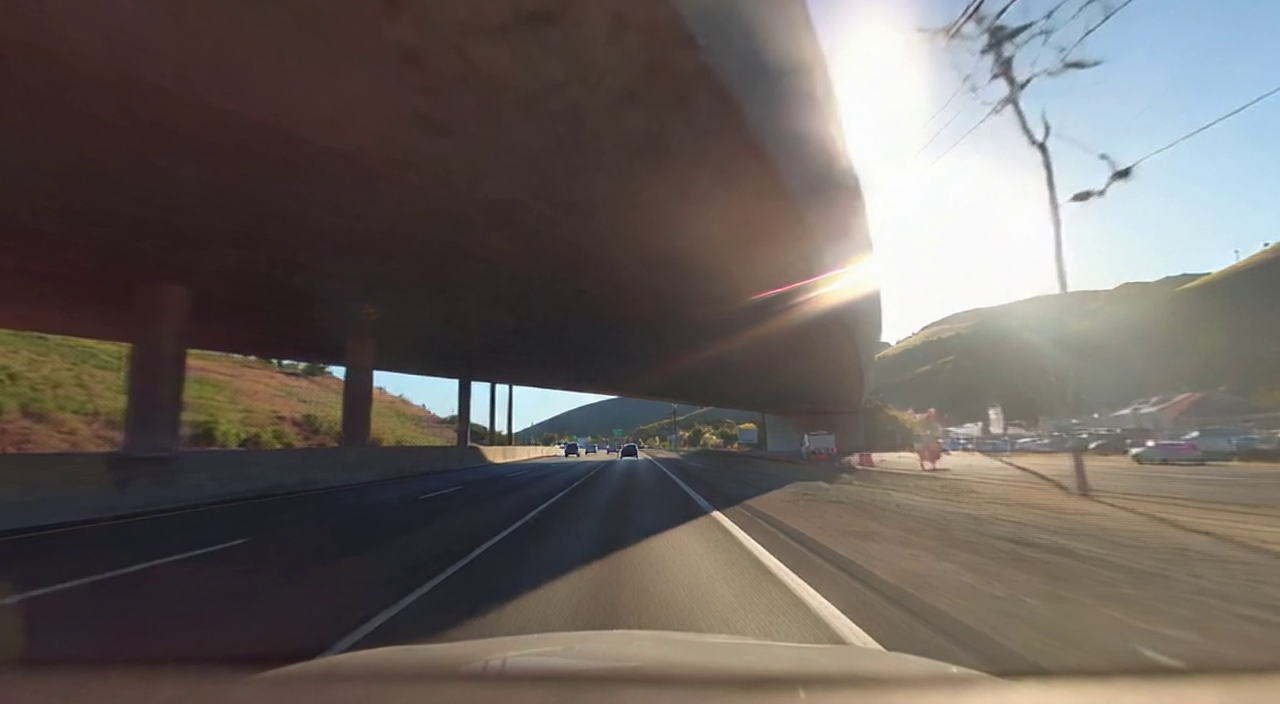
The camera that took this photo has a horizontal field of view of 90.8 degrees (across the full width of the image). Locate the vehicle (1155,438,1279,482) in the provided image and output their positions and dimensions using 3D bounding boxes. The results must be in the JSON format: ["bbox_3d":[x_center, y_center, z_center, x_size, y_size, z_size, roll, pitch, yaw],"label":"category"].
[{"bbox_3d":[27.134,4.608,27.757,2.662,1.574,14.296,-5,-9,21],"label":"vehicle"}]
